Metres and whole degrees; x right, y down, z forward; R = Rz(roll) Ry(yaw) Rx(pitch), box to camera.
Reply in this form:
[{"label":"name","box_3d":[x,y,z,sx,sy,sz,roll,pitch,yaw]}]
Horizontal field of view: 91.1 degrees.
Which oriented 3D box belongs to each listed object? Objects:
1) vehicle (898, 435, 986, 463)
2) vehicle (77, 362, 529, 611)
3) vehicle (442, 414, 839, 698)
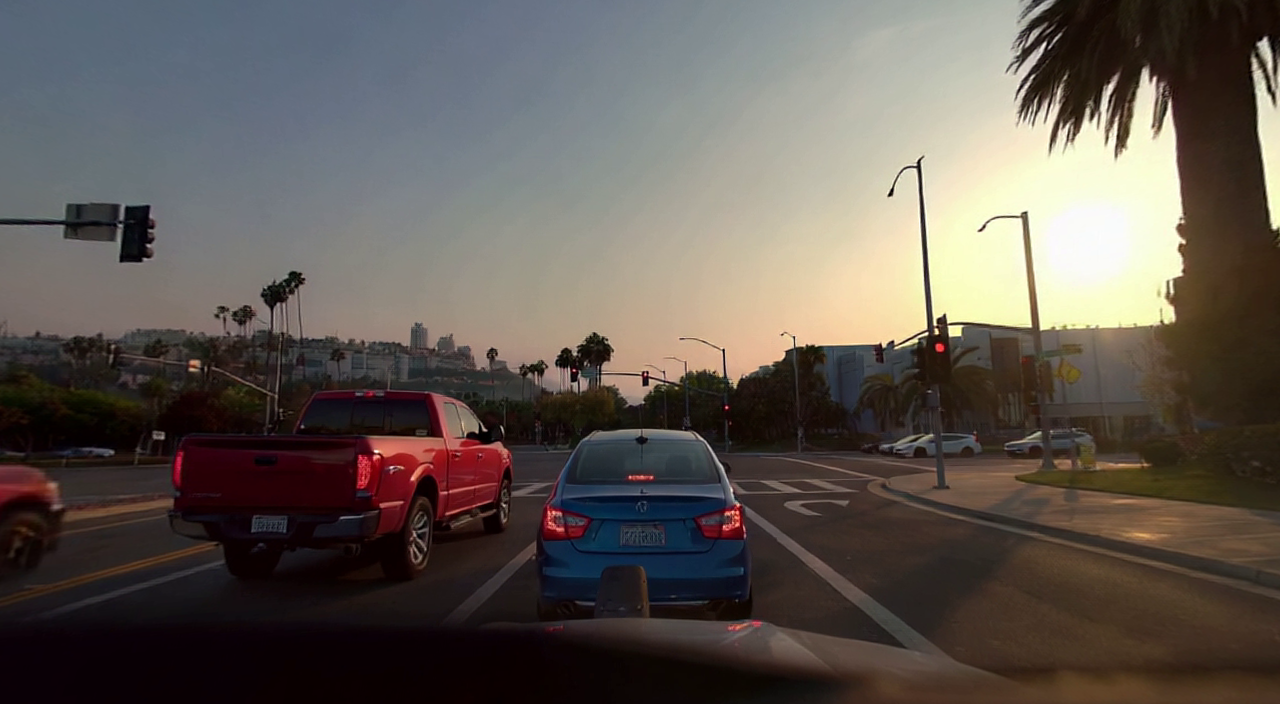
[{"label":"vehicle","box_3d":[18.827,6.072,39.296,4.466,1.717,1.963,0,-8,2]},{"label":"vehicle","box_3d":[-3.221,1.481,7.917,2.330,1.969,5.626,-1,-8,3]},{"label":"vehicle","box_3d":[0.035,1.400,5.513,2.122,1.501,4.152,0,-8,1]}]
